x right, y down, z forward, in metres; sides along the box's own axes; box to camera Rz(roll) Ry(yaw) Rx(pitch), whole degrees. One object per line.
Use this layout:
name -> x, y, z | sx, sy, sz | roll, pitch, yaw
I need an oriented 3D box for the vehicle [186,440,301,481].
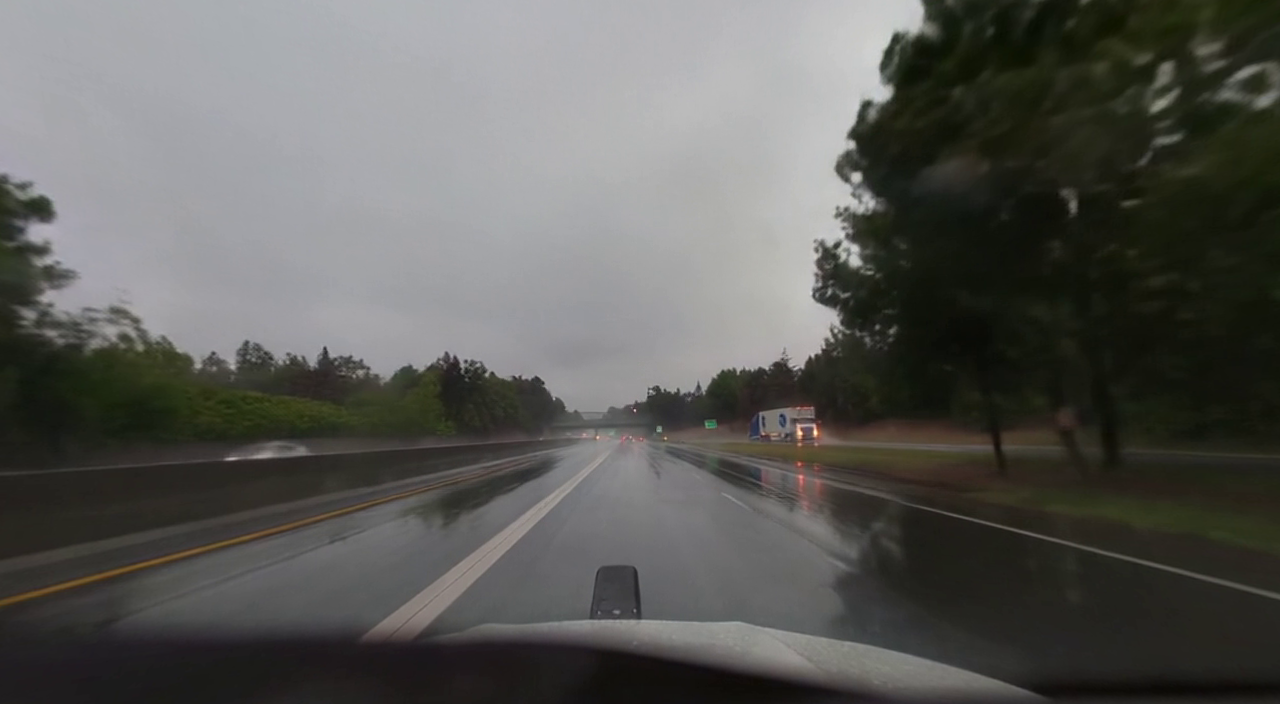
vehicle -> -16.311, 4.454, 26.242 | 1.854, 1.532, 4.583 | 0, -8, 0
